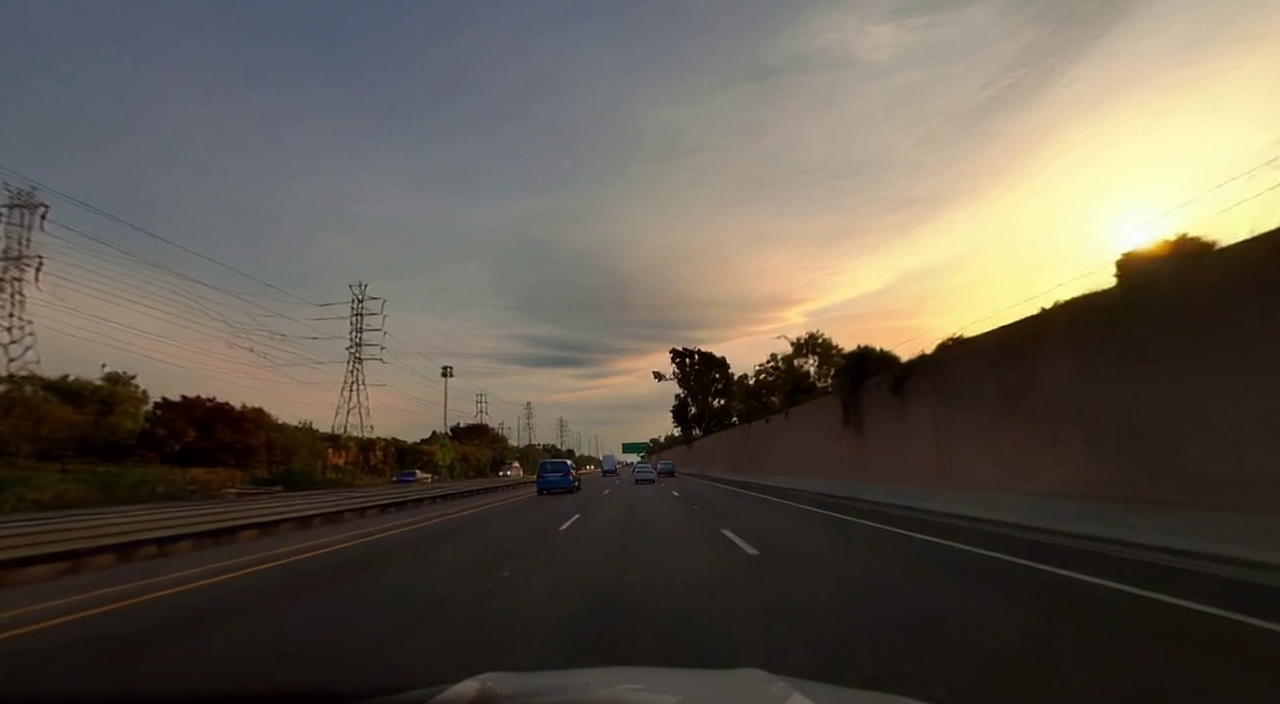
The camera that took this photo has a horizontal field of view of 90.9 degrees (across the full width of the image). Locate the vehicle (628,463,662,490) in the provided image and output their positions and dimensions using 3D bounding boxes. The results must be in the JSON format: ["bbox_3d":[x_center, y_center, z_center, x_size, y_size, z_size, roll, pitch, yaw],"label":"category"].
[{"bbox_3d":[0.289,7.734,39.367,2.006,1.554,3.863,1,-10,0],"label":"vehicle"}]

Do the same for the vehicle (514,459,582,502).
[{"bbox_3d":[-3.635,5.203,25.754,2.023,1.541,4.543,1,-10,1],"label":"vehicle"}]
